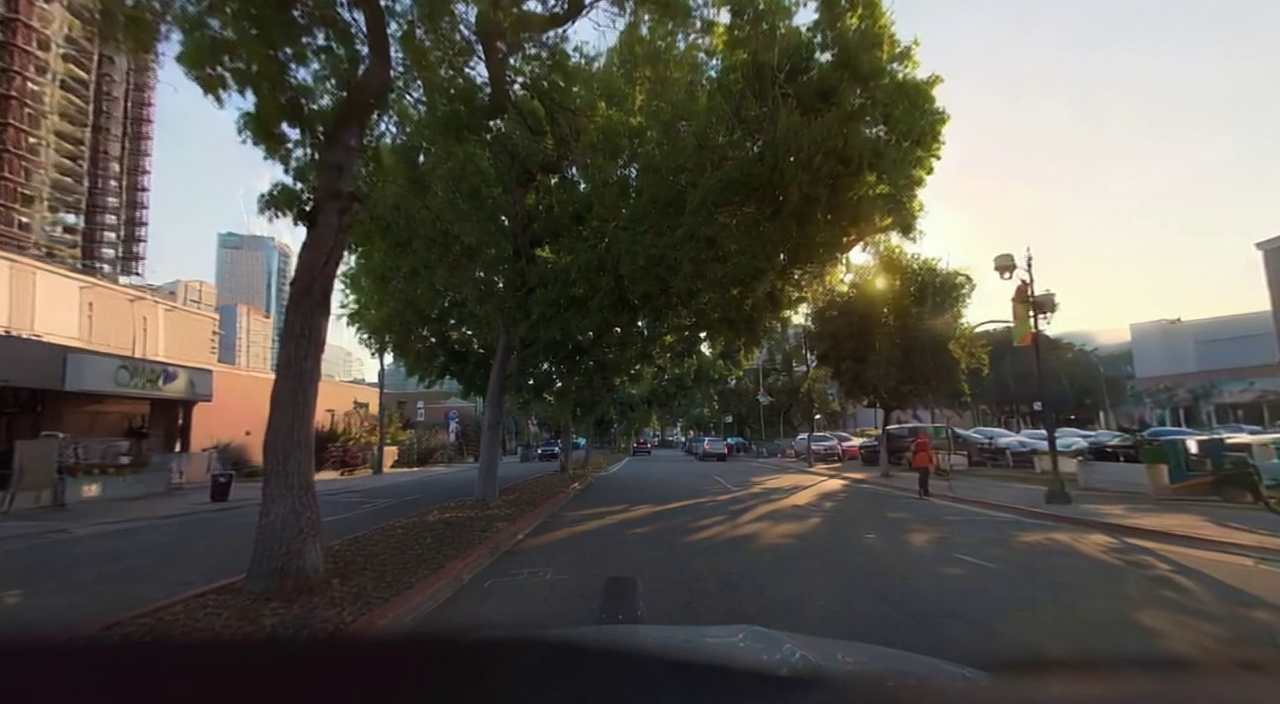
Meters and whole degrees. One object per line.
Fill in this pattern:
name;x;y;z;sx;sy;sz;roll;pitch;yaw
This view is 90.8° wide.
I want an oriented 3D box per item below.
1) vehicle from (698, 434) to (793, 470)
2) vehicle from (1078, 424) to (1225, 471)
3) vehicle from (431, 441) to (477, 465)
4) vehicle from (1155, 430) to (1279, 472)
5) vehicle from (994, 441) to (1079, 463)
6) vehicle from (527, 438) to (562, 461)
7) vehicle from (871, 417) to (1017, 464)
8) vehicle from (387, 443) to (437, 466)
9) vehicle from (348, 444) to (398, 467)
vehicle;5.416;5.083;32.217;4.626;1.723;1.939;5;-10;-32
vehicle;26.004;4.879;32.284;5.596;2.168;2.307;2;-8;-3
vehicle;-13.768;7.450;46.994;1.888;1.657;4.138;0;-7;5
vehicle;26.792;4.511;28.874;4.591;1.808;2.016;0;-9;0
vehicle;26.816;6.789;42.830;4.558;1.452;1.790;0;-8;-1
vehicle;-7.257;7.479;48.583;1.993;1.640;4.457;0;-8;0
vehicle;13.940;4.096;29.271;5.540;2.045;2.259;0;-8;-2
vehicle;-16.632;7.509;46.340;1.850;1.531;4.256;0;-7;4
vehicle;-19.651;7.613;46.702;1.880;1.617;3.870;-1;-8;2
